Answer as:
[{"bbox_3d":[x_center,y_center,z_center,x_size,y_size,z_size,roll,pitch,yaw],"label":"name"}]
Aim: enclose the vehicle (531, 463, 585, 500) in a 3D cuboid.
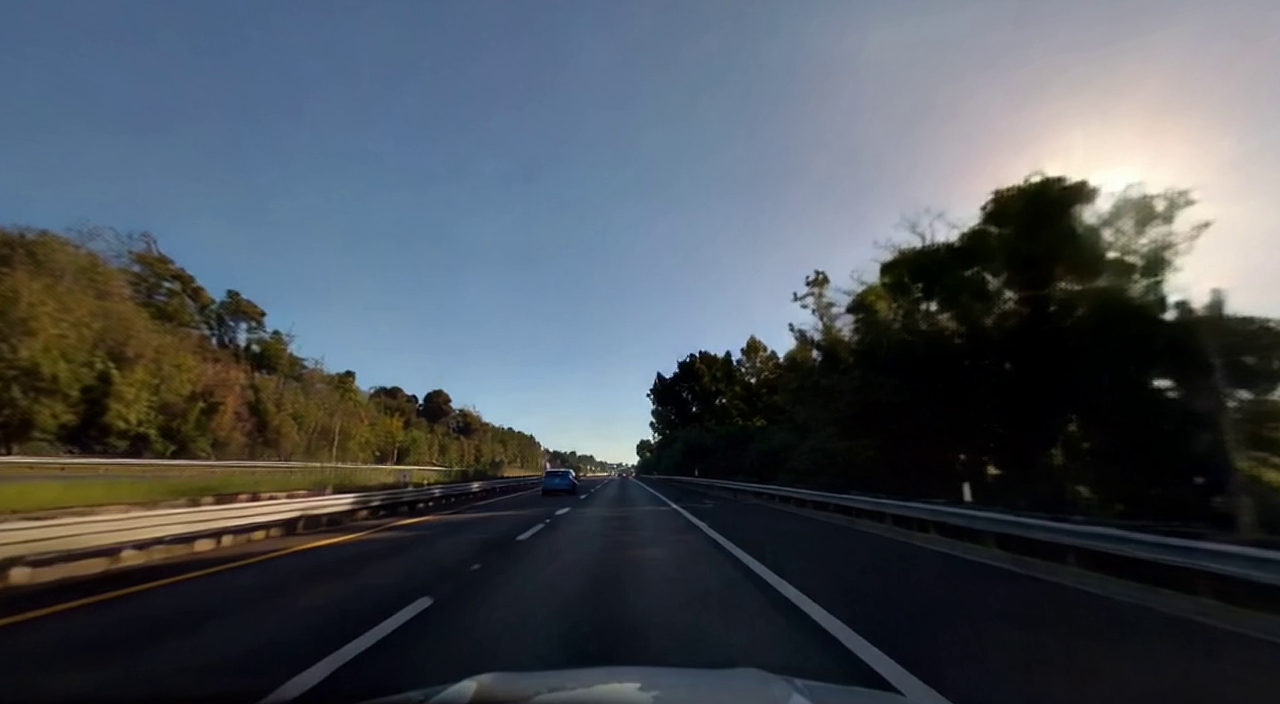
[{"bbox_3d":[-3.770,6.069,29.700,1.967,1.556,4.364,1,-10,-1],"label":"vehicle"}]
